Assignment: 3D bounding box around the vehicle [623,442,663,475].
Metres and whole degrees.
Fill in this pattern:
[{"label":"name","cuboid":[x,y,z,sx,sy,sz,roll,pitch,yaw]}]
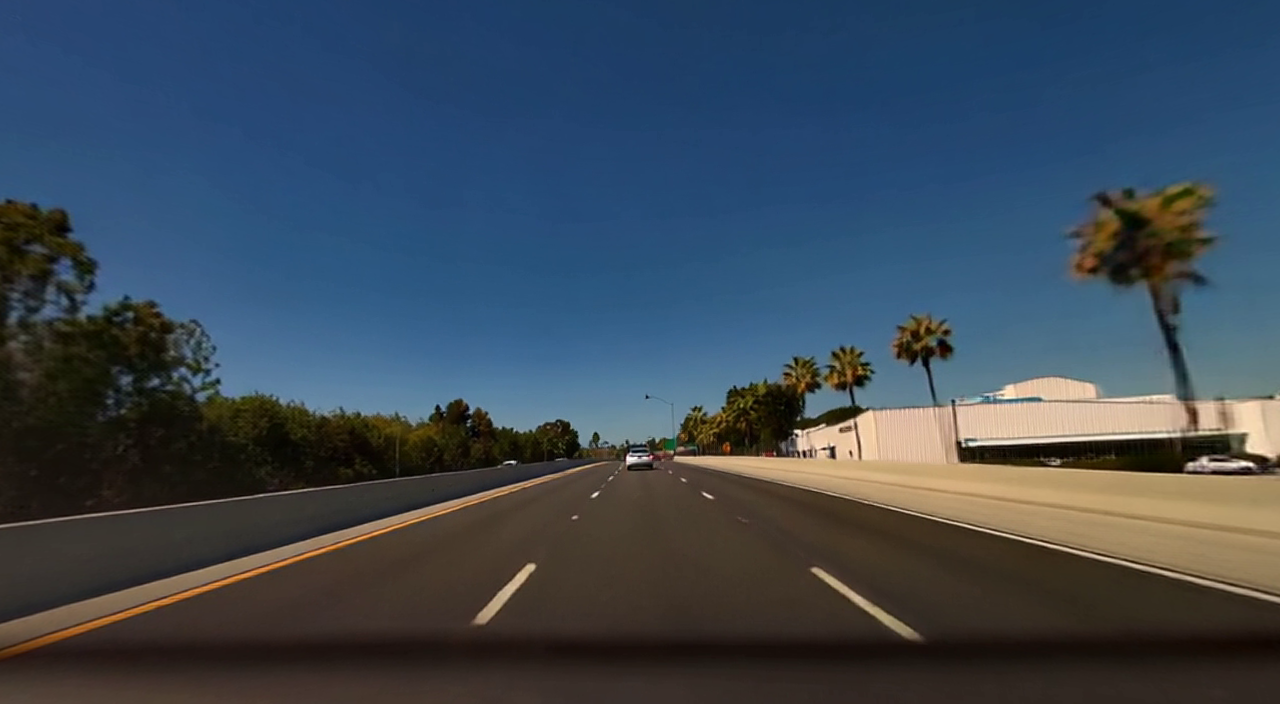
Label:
[{"label":"vehicle","cuboid":[0.157,5.999,35.558,2.089,1.718,4.193,0,-9,0]}]
